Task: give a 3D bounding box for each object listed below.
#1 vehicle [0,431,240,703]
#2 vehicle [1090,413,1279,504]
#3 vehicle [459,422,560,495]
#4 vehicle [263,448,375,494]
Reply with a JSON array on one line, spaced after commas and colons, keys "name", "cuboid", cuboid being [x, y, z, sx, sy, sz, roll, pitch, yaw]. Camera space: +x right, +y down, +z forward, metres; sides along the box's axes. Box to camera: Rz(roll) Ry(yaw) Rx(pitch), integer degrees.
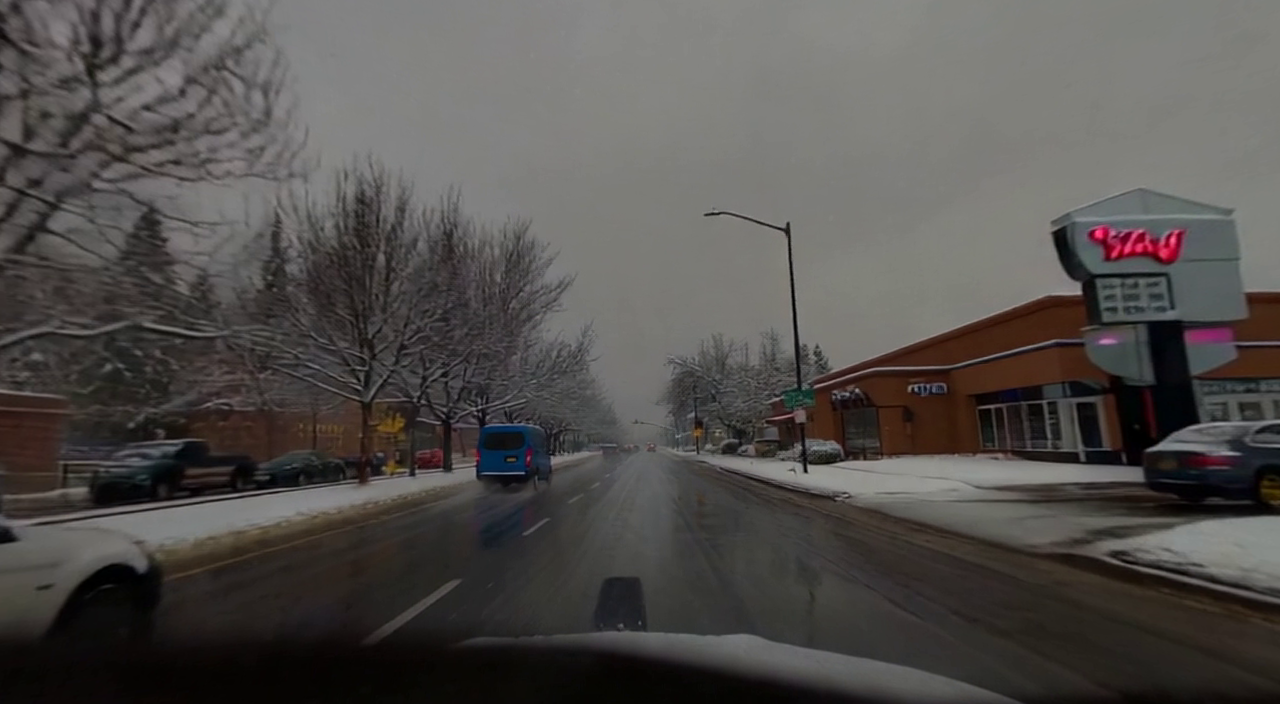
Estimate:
[{"name": "vehicle", "cuboid": [-3.737, 0.949, 2.001, 1.959, 1.406, 4.550, 0, -8, -1]}, {"name": "vehicle", "cuboid": [11.226, 1.894, 11.323, 4.607, 1.471, 1.982, 0, -8, 2]}, {"name": "vehicle", "cuboid": [-3.933, 3.323, 19.910, 2.152, 1.987, 4.952, 0, -8, 0]}, {"name": "vehicle", "cuboid": [-11.217, 4.153, 22.313, 1.812, 1.405, 4.305, 0, -8, -2]}]
